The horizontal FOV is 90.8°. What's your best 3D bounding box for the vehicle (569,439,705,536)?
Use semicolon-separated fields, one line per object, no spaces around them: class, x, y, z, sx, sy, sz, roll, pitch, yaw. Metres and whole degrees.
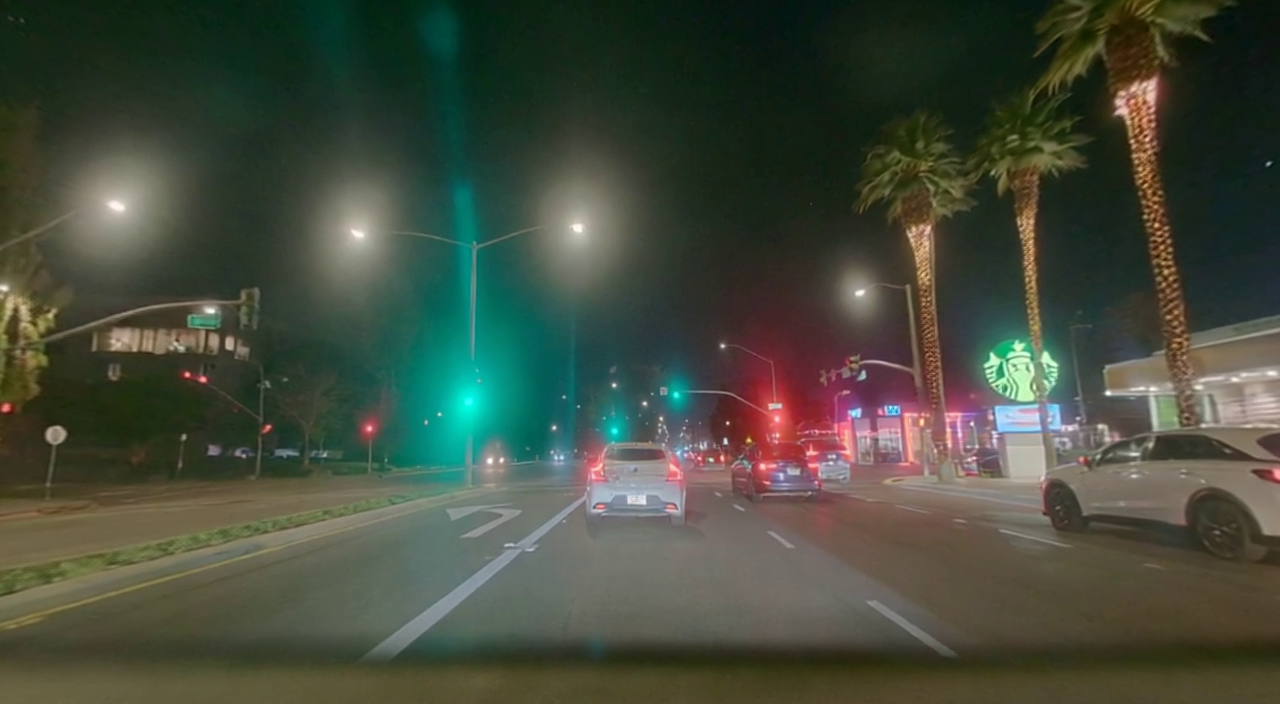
vehicle;-0.086;2.406;11.860;2.110;1.487;3.873;0;-8;-1

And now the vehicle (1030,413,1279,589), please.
vehicle;7.073;1.669;7.688;1.940;1.674;4.085;0;-8;-1

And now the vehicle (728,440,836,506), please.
vehicle;3.689;3.207;17.228;1.892;1.532;4.177;0;-8;-1
